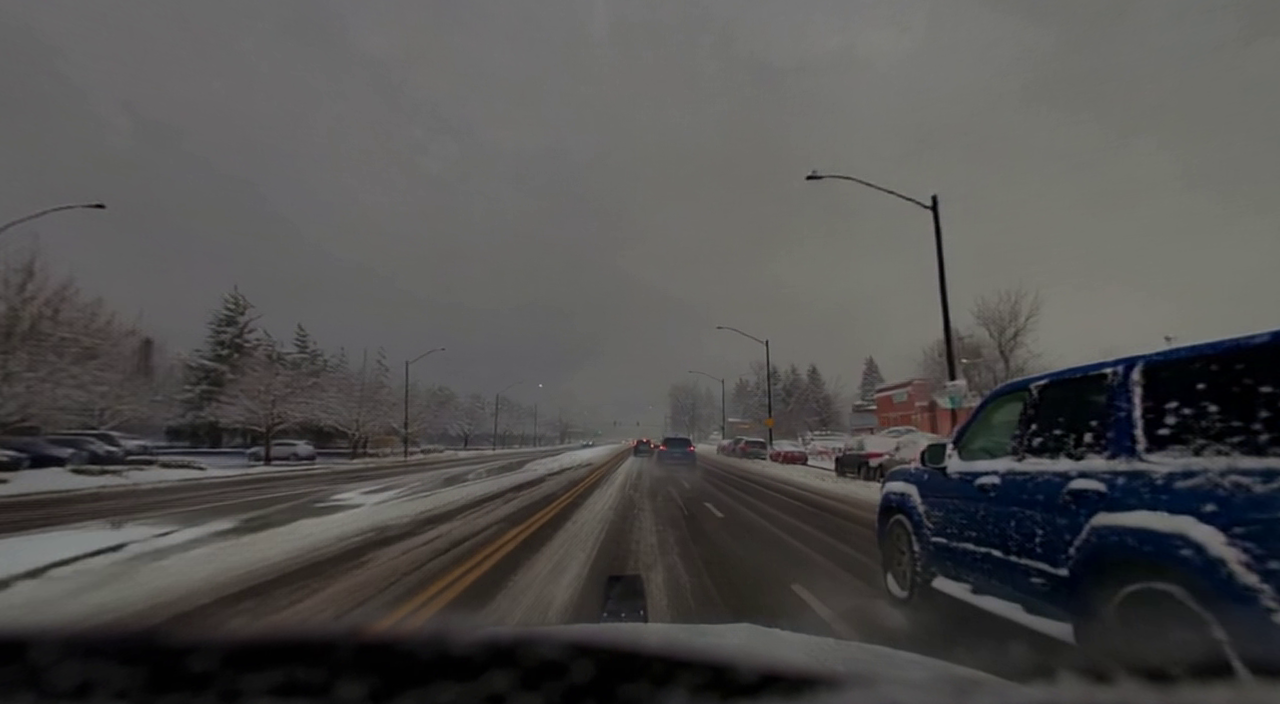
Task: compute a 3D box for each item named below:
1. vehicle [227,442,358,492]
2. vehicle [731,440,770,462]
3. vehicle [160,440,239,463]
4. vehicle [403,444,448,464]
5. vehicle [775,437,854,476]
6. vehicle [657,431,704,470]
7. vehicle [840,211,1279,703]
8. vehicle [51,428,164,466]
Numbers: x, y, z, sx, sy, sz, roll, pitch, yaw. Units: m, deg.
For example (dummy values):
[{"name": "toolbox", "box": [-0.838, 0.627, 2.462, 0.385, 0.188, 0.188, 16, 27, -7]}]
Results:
[{"name": "vehicle", "box": [-11.330, 3.759, 20.912, 1.942, 1.473, 4.506, 1, -8, -2]}, {"name": "vehicle", "box": [7.824, 7.051, 44.933, 1.895, 1.437, 4.890, 0, -8, 0]}, {"name": "vehicle", "box": [-30.091, 6.819, 43.078, 1.949, 1.466, 4.654, 0, -8, 1]}, {"name": "vehicle", "box": [-17.006, 8.121, 49.950, 1.962, 1.496, 4.431, 0, -8, 1]}, {"name": "vehicle", "box": [7.417, 4.495, 27.203, 2.055, 1.508, 4.782, 0, -8, 0]}, {"name": "vehicle", "box": [2.055, 5.220, 33.374, 2.317, 1.857, 5.150, 0, -8, 1]}, {"name": "vehicle", "box": [3.066, 0.840, 3.688, 2.246, 1.963, 4.777, 0, -8, 1]}, {"name": "vehicle", "box": [-30.731, 5.565, 36.509, 2.042, 1.901, 5.209, -3, -10, -1]}]
